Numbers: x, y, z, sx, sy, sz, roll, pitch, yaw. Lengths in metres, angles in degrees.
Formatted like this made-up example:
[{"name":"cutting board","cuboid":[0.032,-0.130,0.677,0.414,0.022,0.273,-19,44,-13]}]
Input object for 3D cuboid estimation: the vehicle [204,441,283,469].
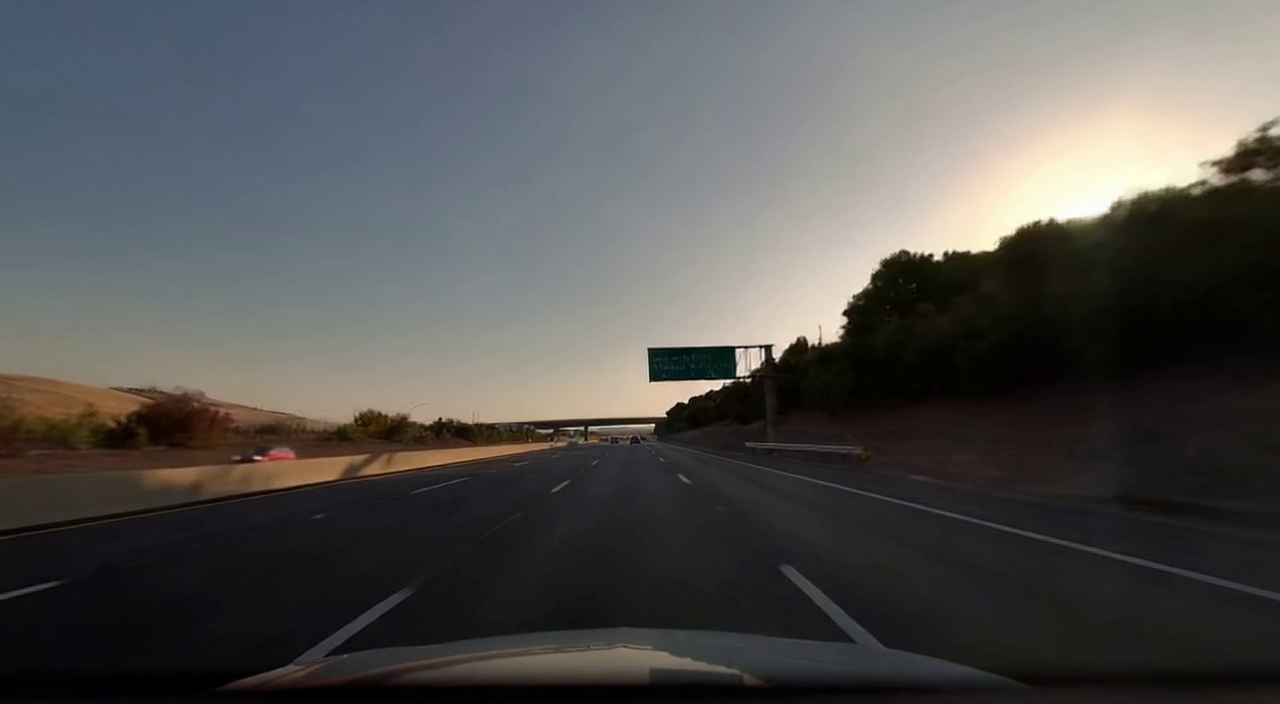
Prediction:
[{"name":"vehicle","cuboid":[-23.750,6.172,37.888,1.963,1.533,4.321,0,-8,-1]}]
